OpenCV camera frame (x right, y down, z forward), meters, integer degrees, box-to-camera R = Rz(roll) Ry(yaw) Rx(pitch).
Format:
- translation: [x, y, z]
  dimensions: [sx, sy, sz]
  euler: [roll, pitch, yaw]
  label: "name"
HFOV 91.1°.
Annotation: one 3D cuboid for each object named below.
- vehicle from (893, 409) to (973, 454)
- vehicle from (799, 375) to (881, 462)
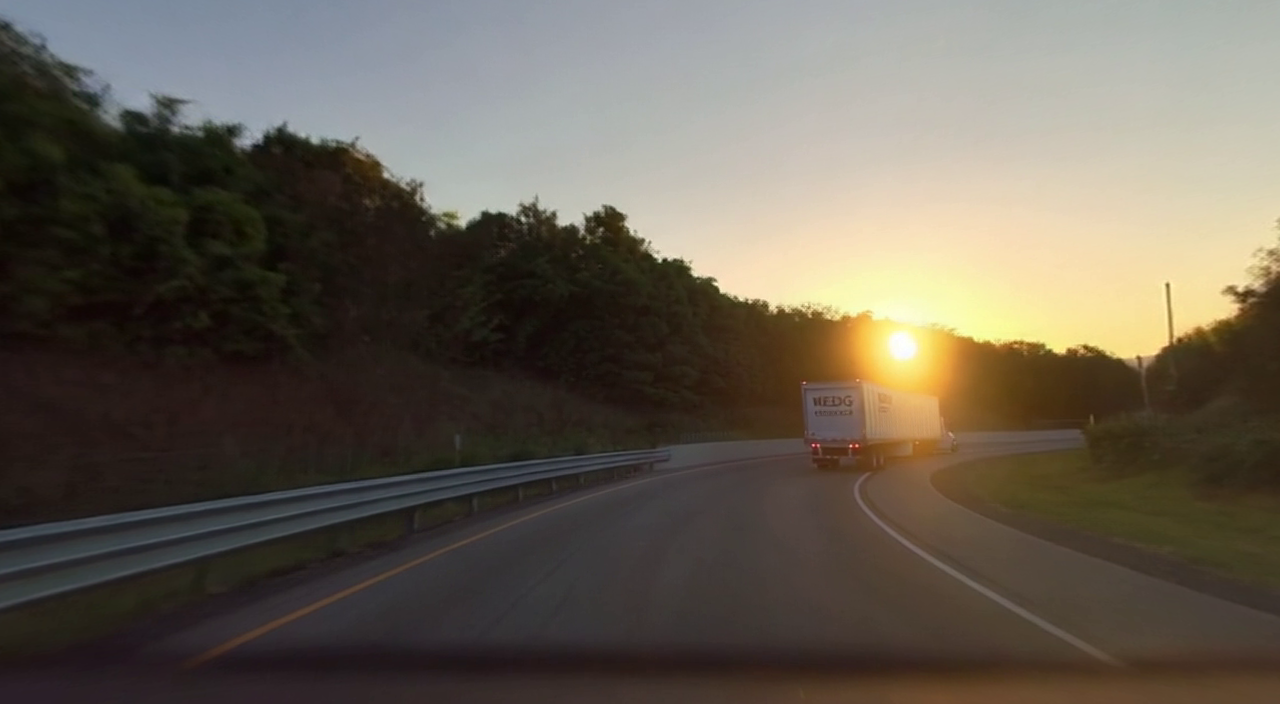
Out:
- translation: [18.097, 4.937, 38.599]
  dimensions: [6.650, 2.524, 2.120]
  euler: [8, -11, -44]
  label: "vehicle"
- translation: [9.397, 3.182, 29.413]
  dimensions: [2.963, 3.771, 3.137]
  euler: [-4, -9, 28]
  label: "vehicle"
